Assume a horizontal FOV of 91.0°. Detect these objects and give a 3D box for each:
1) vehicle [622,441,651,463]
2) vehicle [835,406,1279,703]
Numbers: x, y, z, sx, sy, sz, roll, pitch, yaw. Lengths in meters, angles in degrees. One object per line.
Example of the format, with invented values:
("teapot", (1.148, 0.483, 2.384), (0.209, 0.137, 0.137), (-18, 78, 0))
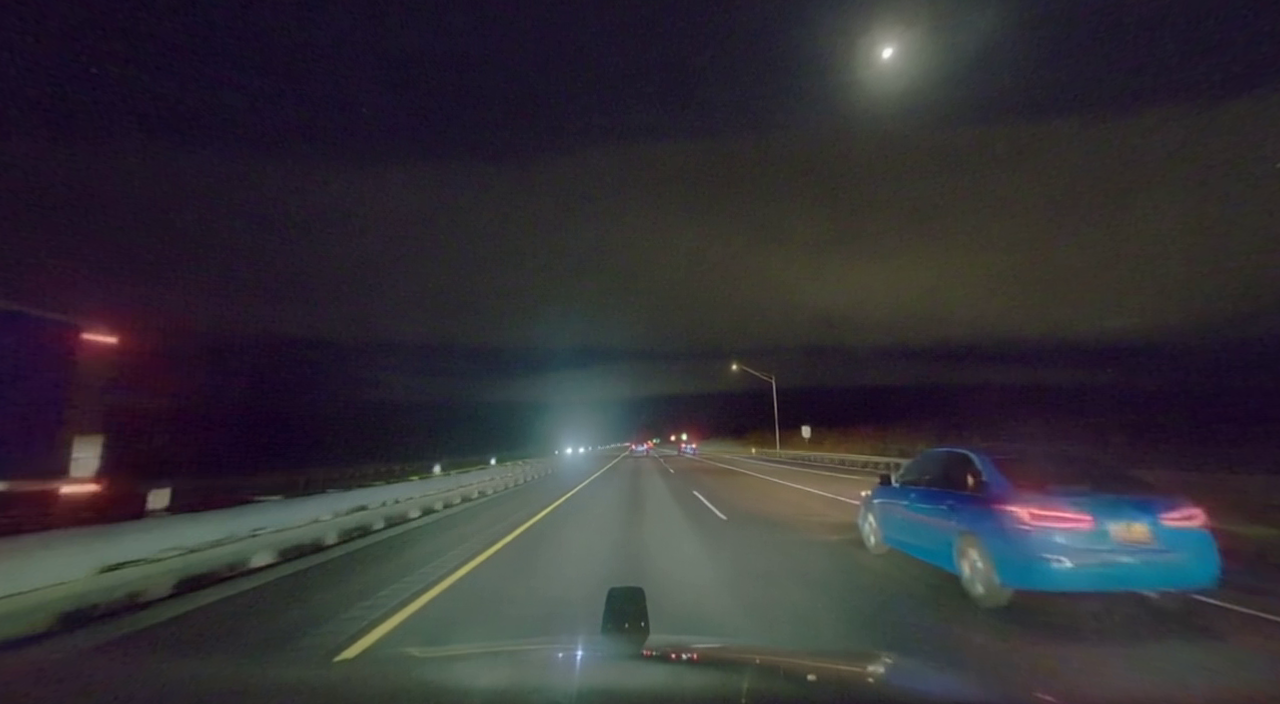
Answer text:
("vehicle", (-0.214, 7.262, 45.826), (2.009, 1.554, 4.013), (0, -8, 0))
("vehicle", (3.143, 1.280, 4.697), (1.957, 1.496, 4.327), (0, -8, 0))
